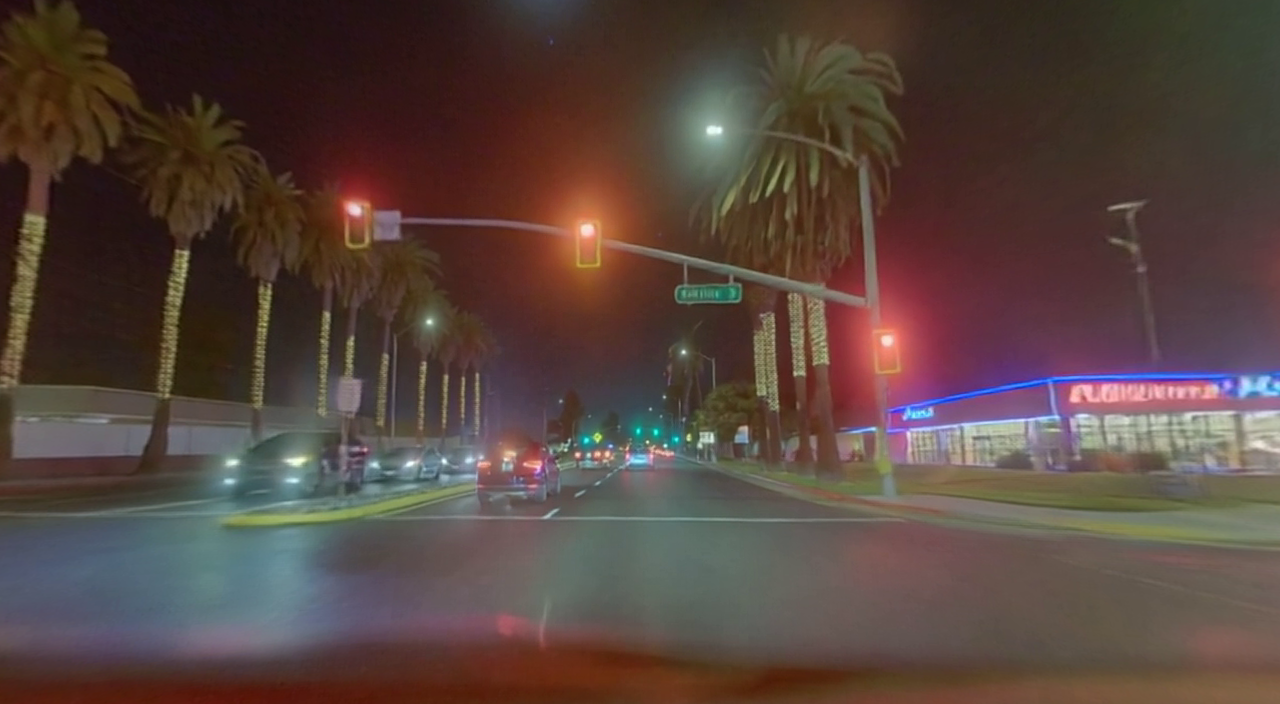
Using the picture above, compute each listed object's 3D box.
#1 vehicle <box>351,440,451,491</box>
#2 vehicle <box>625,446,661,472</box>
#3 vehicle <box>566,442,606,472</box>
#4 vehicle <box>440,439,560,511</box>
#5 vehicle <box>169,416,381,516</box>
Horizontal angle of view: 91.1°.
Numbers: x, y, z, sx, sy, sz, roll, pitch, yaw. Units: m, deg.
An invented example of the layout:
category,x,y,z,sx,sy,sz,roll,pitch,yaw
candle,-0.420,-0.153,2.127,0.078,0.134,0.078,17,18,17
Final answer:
category,x,y,z,sx,sy,sz,roll,pitch,yaw
vehicle,-8.275,3.945,22.164,1.893,1.576,4.075,-2,-9,0
vehicle,0.181,6.516,38.510,2.094,1.496,4.070,0,-8,0
vehicle,-3.080,6.153,36.863,1.979,1.634,3.957,0,-8,0
vehicle,-3.294,2.971,15.705,1.904,1.513,4.410,0,-8,1
vehicle,-8.386,2.675,15.203,2.058,1.929,5.123,-1,-9,0
